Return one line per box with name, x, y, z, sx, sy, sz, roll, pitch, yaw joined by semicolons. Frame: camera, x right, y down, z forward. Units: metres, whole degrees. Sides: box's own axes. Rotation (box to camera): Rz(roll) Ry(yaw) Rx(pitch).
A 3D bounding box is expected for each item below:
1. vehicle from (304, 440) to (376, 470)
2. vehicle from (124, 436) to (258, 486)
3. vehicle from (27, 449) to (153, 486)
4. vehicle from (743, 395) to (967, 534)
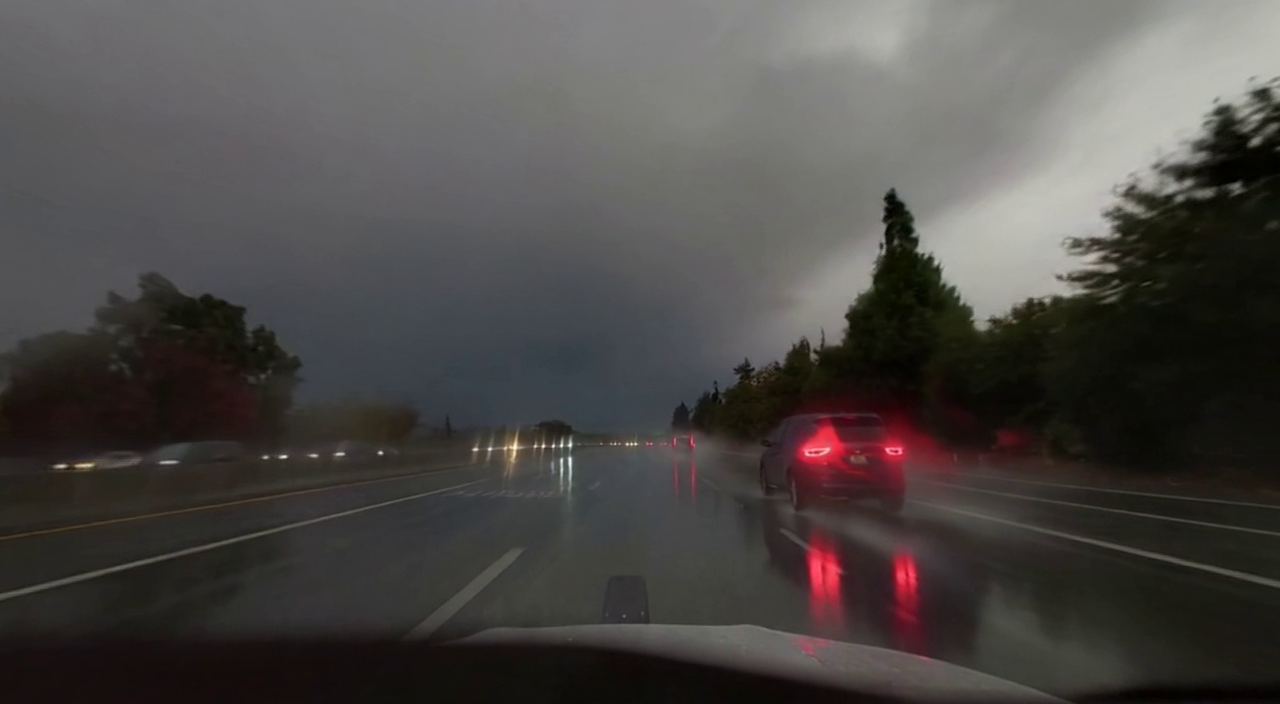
vehicle;-19.059;6.540;40.353;2.094;1.790;4.848;-1;-8;3
vehicle;-17.550;4.269;24.998;1.914;1.766;4.501;-1;-8;1
vehicle;-24.506;5.127;28.326;1.759;1.476;4.250;0;-8;1
vehicle;3.540;2.021;11.912;2.218;1.964;5.662;0;-8;0
